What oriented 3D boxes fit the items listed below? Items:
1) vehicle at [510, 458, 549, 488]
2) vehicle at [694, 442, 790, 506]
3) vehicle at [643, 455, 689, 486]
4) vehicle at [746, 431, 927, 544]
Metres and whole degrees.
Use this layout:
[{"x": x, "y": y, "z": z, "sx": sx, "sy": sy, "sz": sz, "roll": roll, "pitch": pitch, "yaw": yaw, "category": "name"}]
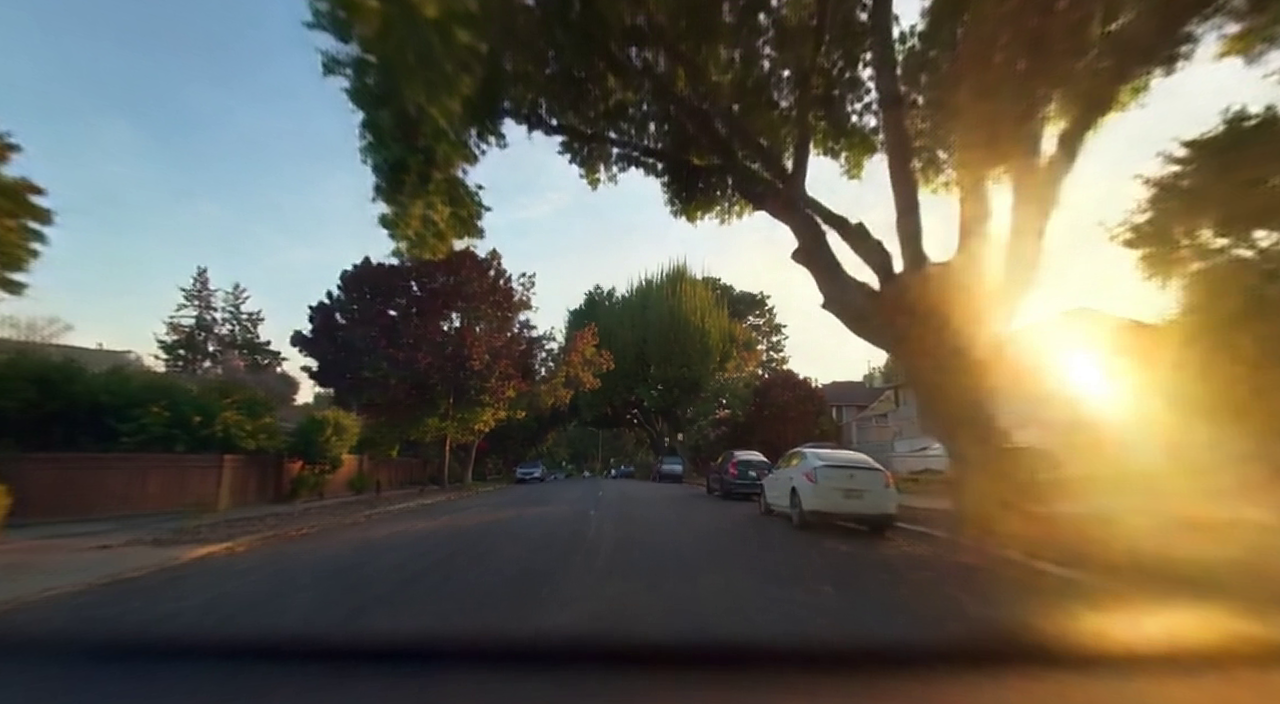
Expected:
[{"x": -7.089, "y": 7.809, "z": 41.008, "sx": 2.051, "sy": 1.575, "sz": 4.581, "roll": -2, "pitch": -7, "yaw": -5, "category": "vehicle"}, {"x": 3.103, "y": 3.822, "z": 20.345, "sx": 1.990, "sy": 1.753, "sz": 4.783, "roll": 0, "pitch": -9, "yaw": -4, "category": "vehicle"}, {"x": 1.584, "y": 7.481, "z": 40.105, "sx": 2.163, "sy": 1.742, "sz": 4.239, "roll": 1, "pitch": -9, "yaw": -8, "category": "vehicle"}, {"x": 3.441, "y": 2.454, "z": 12.158, "sx": 1.970, "sy": 1.709, "sz": 4.568, "roll": -1, "pitch": -8, "yaw": 0, "category": "vehicle"}]
